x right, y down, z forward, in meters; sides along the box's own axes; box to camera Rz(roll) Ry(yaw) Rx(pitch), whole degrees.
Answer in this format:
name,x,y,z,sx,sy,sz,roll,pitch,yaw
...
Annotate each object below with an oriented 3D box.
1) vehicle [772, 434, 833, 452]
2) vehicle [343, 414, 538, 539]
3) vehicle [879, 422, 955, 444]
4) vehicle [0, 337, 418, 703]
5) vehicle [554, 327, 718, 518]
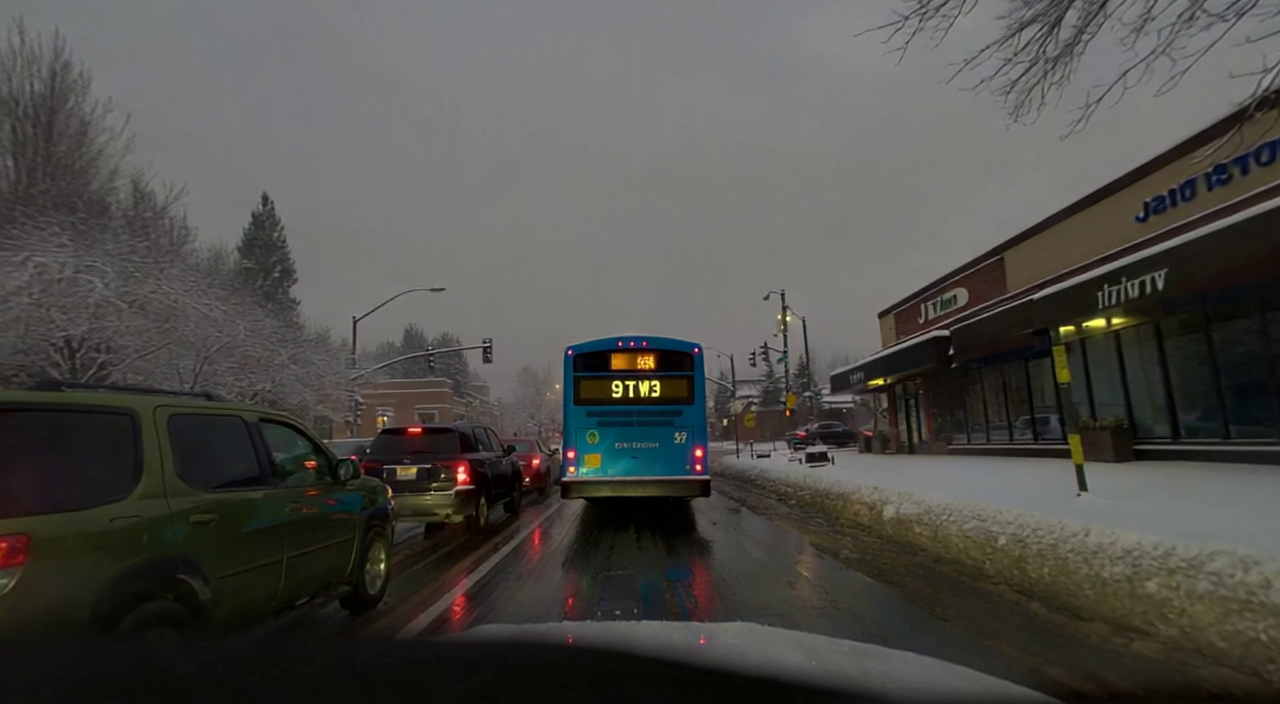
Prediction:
name,x,y,z,sx,sy,sz,roll,pitch,yaw
vehicle,11.952,6.734,46.652,3.949,1.337,1.738,0,-9,-3
vehicle,-3.343,2.198,11.772,2.096,1.828,4.669,0,-8,0
vehicle,20.685,6.078,47.278,4.827,1.555,1.863,1,-9,-6
vehicle,-3.214,1.092,3.982,2.020,1.725,4.384,0,-8,0
vehicle,-0.310,1.987,16.505,2.938,3.468,9.972,0,-9,-3
